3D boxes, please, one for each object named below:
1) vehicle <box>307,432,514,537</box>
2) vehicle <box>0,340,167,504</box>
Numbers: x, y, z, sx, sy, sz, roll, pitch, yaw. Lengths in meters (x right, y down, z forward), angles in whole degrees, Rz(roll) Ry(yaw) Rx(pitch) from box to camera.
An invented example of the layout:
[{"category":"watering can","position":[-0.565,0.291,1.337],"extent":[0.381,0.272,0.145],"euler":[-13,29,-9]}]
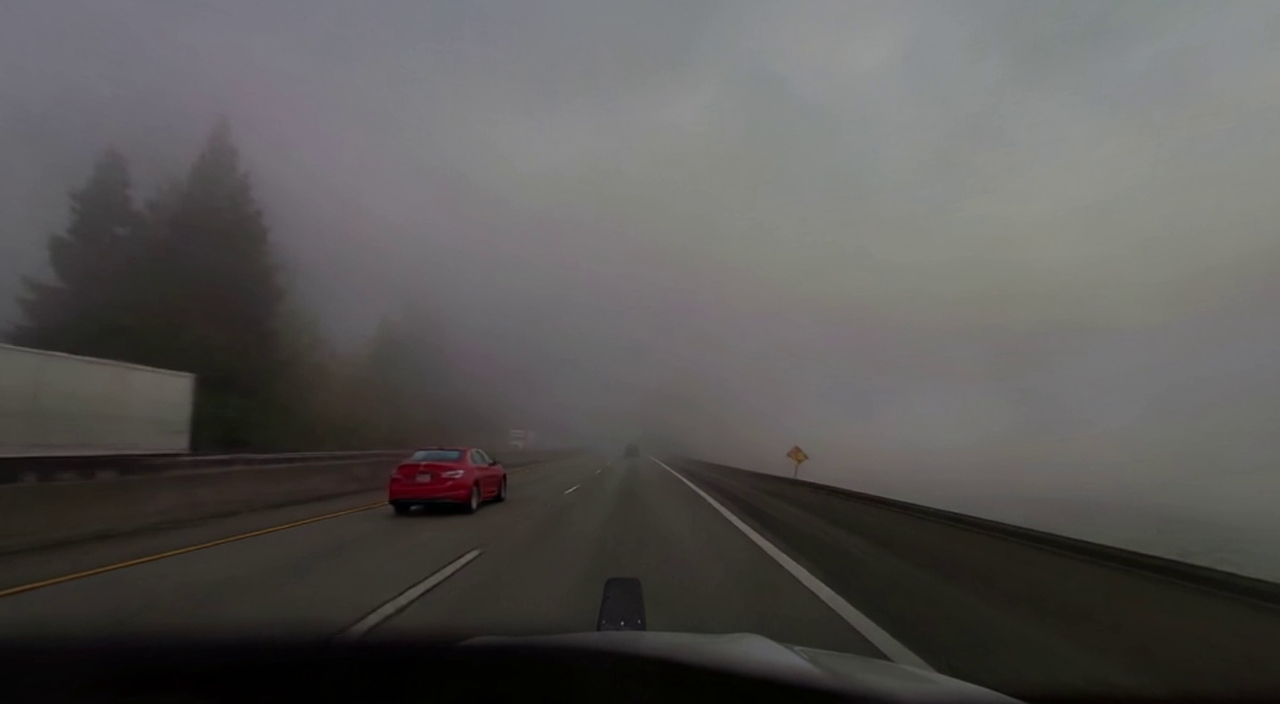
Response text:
[{"category":"vehicle","position":[-3.938,2.366,11.909],"extent":[2.083,1.560,4.713],"euler":[0,-9,1]},{"category":"vehicle","position":[-17.297,1.918,16.796],"extent":[2.873,4.028,8.146],"euler":[0,-9,0]}]
